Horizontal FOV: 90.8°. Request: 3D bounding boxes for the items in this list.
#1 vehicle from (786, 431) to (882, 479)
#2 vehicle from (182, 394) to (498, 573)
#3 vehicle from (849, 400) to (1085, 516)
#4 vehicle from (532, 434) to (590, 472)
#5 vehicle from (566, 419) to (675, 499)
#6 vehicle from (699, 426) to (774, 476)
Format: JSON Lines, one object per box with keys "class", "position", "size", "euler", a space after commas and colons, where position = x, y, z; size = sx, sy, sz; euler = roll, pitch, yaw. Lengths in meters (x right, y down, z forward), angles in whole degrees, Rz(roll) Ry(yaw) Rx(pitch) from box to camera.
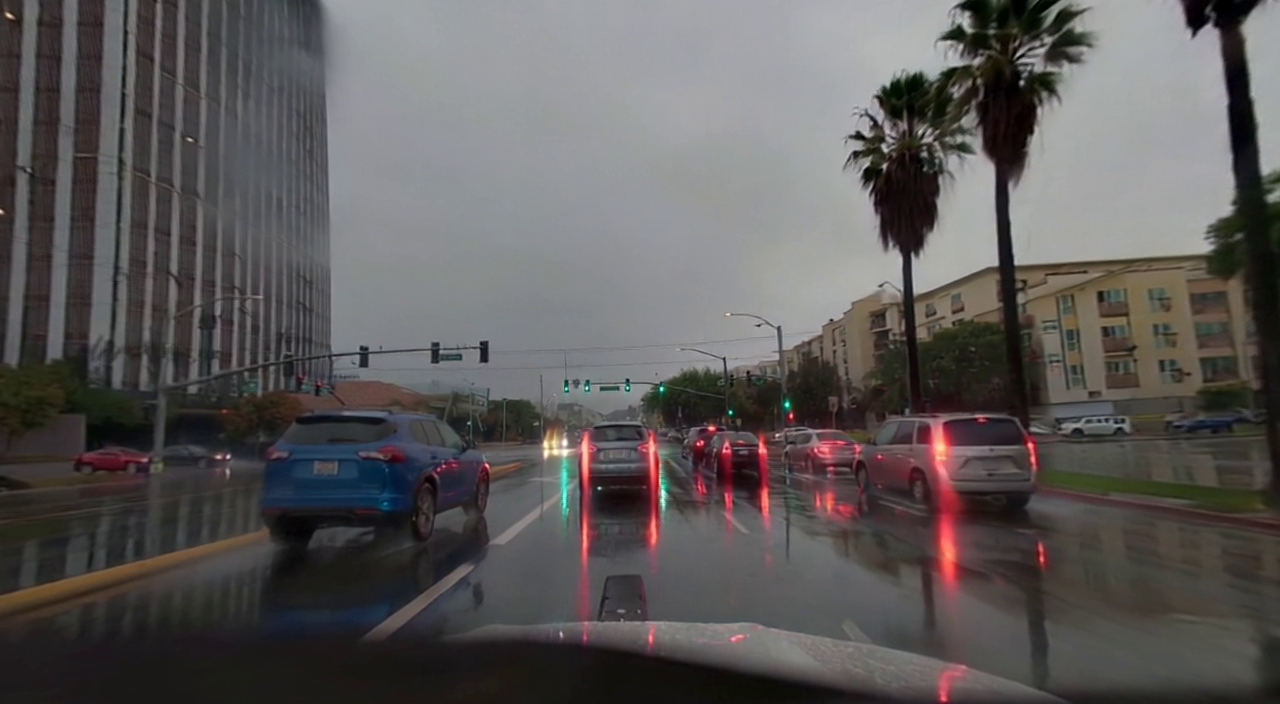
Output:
{"class": "vehicle", "position": [6.490, 3.498, 21.673], "size": [1.764, 1.451, 4.300], "euler": [0, -8, -2]}
{"class": "vehicle", "position": [-3.505, 1.637, 8.599], "size": [2.136, 1.779, 4.417], "euler": [0, -8, 0]}
{"class": "vehicle", "position": [6.507, 2.212, 13.561], "size": [2.130, 1.979, 5.310], "euler": [0, -8, -1]}
{"class": "vehicle", "position": [-3.285, 4.306, 27.054], "size": [1.973, 1.504, 3.895], "euler": [0, -8, 0]}
{"class": "vehicle", "position": [-0.454, 2.581, 15.587], "size": [2.302, 1.681, 4.217], "euler": [0, -8, -1]}
{"class": "vehicle", "position": [3.304, 3.499, 22.476], "size": [1.975, 1.598, 4.025], "euler": [0, -8, -1]}
